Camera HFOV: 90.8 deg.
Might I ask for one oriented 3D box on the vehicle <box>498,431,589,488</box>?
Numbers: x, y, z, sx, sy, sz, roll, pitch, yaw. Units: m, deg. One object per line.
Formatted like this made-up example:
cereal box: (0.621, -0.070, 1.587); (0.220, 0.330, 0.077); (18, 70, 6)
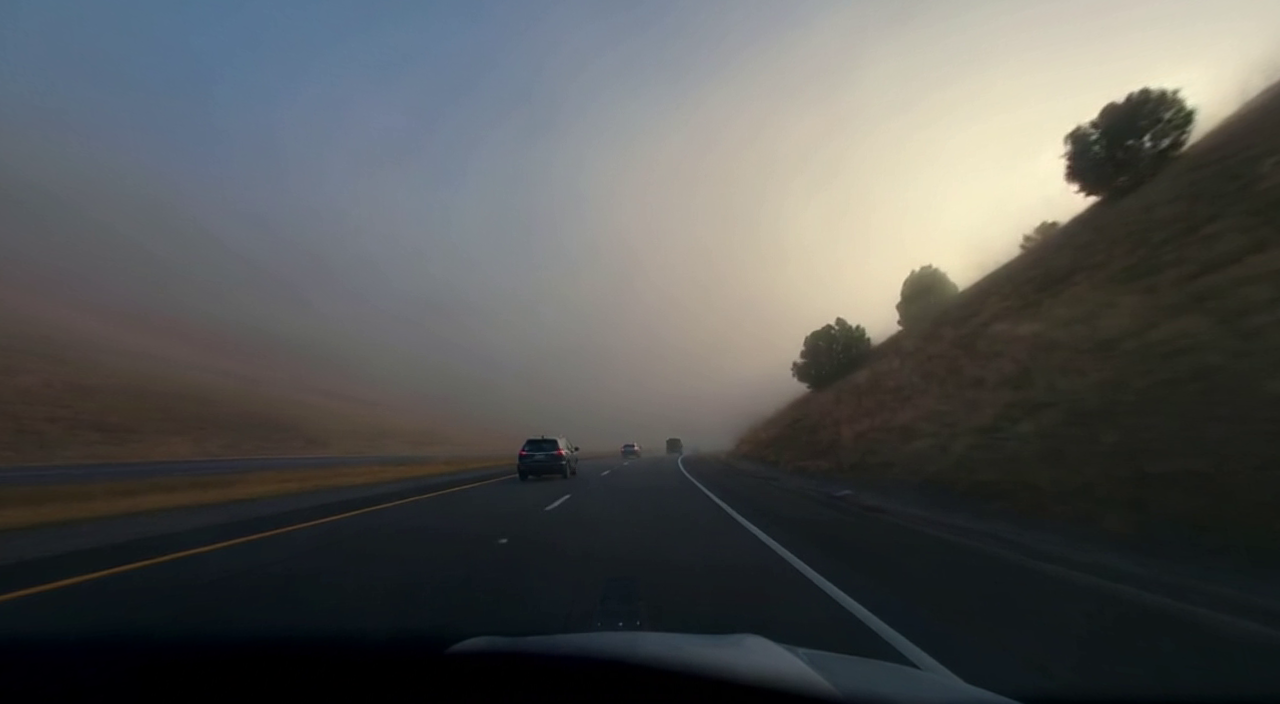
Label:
vehicle: (-3.183, 3.684, 21.938); (2.252, 1.743, 4.560); (0, -8, 2)
